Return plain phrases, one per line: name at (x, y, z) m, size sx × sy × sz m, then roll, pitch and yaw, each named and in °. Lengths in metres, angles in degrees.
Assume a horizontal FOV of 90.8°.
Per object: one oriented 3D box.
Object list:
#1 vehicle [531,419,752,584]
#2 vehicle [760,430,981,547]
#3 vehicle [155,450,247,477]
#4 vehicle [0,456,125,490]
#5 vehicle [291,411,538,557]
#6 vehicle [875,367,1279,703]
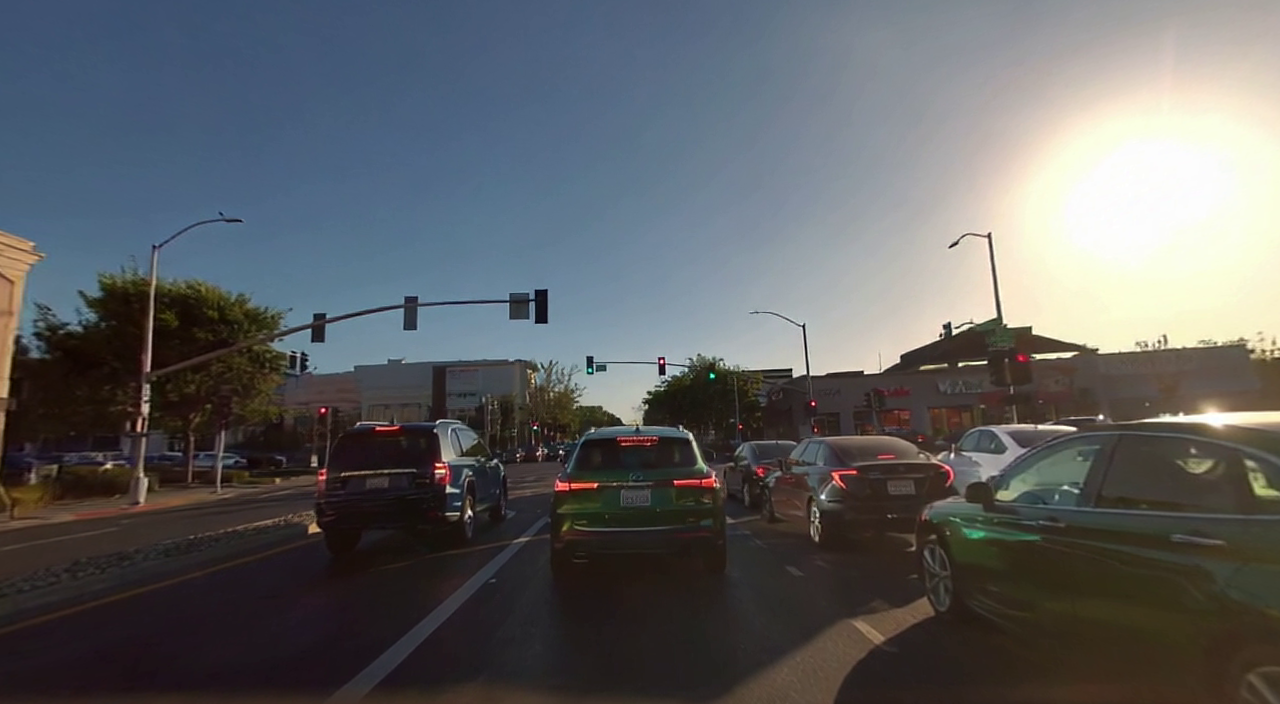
vehicle at (-0.008, 1.689, 7.869) m, size 2.071 × 1.525 × 3.723 m, roll 0°, pitch -9°, yaw -1°
vehicle at (3.295, 2.026, 10.062) m, size 1.879 × 1.442 × 4.170 m, roll 0°, pitch -9°, yaw -1°
vehicle at (-27.208, 6.918, 39.348) m, size 4.362 × 1.518 × 1.894 m, roll 4°, pitch -10°, yaw -26°
vehicle at (-27.259, 5.673, 29.840) m, size 4.107 × 1.427 × 1.883 m, roll 3°, pitch -9°, yaw -23°
vehicle at (-3.048, 1.908, 9.794) m, size 2.180 × 1.708 × 4.397 m, roll 0°, pitch -9°, yaw 0°
vehicle at (2.966, 0.982, 3.154) m, size 1.922 × 1.508 × 4.330 m, roll 0°, pitch -9°, yaw 0°
